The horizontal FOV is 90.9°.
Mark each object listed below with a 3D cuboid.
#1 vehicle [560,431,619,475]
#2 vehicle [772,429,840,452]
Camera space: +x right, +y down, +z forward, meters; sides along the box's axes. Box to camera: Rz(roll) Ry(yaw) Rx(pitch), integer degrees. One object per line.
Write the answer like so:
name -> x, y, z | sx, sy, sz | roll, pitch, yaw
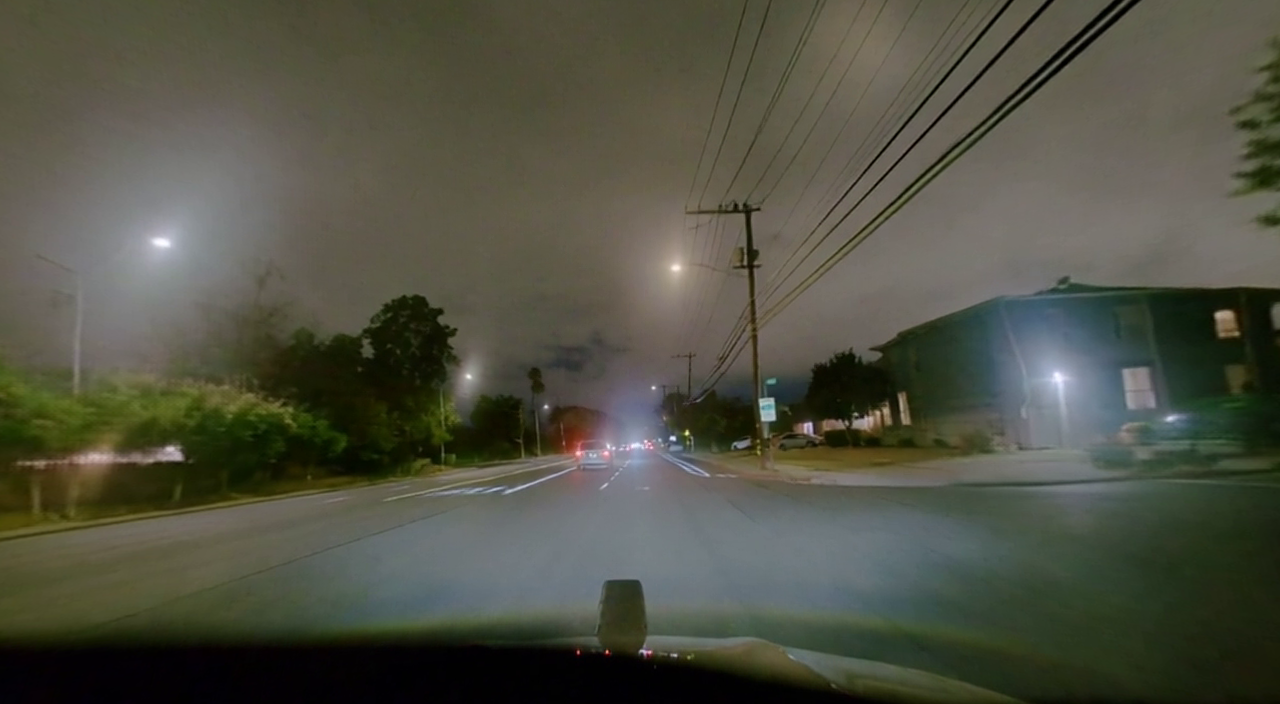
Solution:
vehicle -> -2.308, 4.794, 30.175 | 2.327, 1.861, 4.941 | -1, -8, 1
vehicle -> 12.016, 6.446, 45.739 | 2.212, 1.404, 4.283 | 2, -10, -33
